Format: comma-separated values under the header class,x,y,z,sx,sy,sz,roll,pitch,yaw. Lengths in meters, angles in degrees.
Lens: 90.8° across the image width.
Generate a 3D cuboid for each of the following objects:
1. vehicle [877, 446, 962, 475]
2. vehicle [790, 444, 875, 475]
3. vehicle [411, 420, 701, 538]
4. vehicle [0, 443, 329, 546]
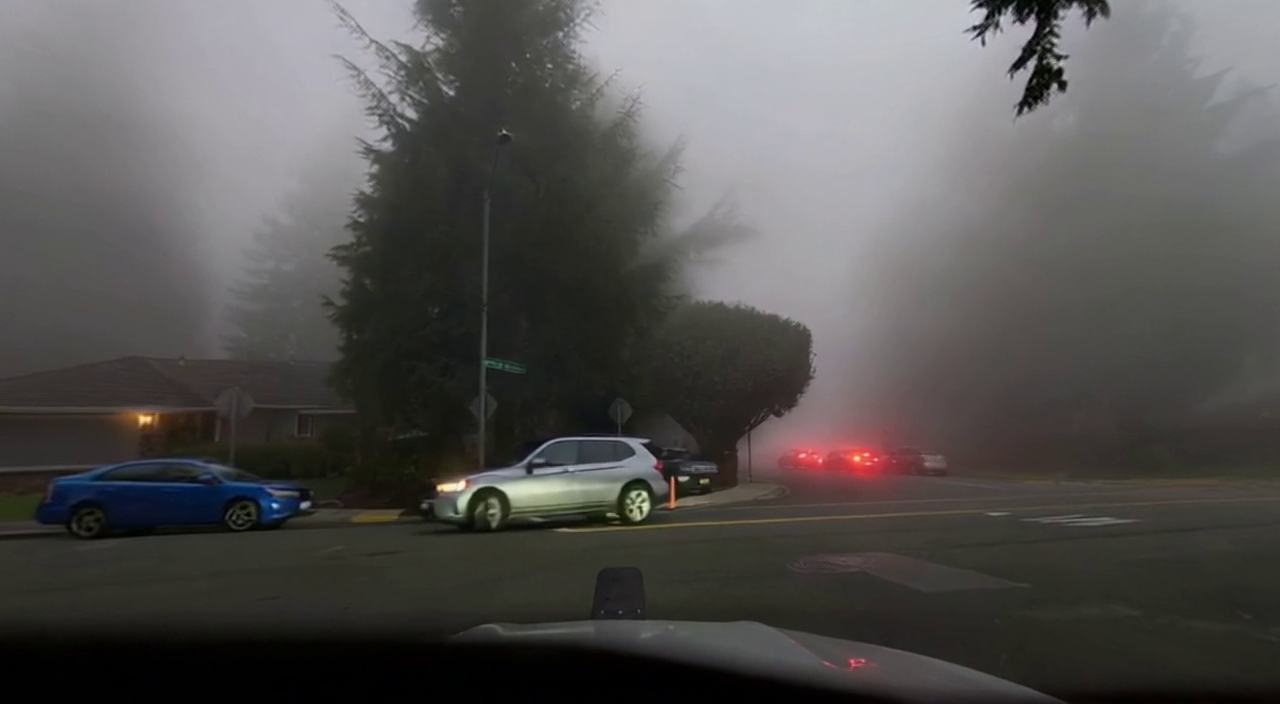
class,x,y,z,sx,sy,sz,roll,pitch,yaw
vehicle,15.141,5.872,34.294,3.863,1.453,1.826,3,-8,-15
vehicle,12.892,7.179,42.361,4.984,1.912,2.132,3,-9,-16
vehicle,-1.591,2.298,11.951,5.047,1.851,2.103,3,-9,-20
vehicle,-10.306,2.764,12.898,6.643,1.777,2.925,3,-9,-17
